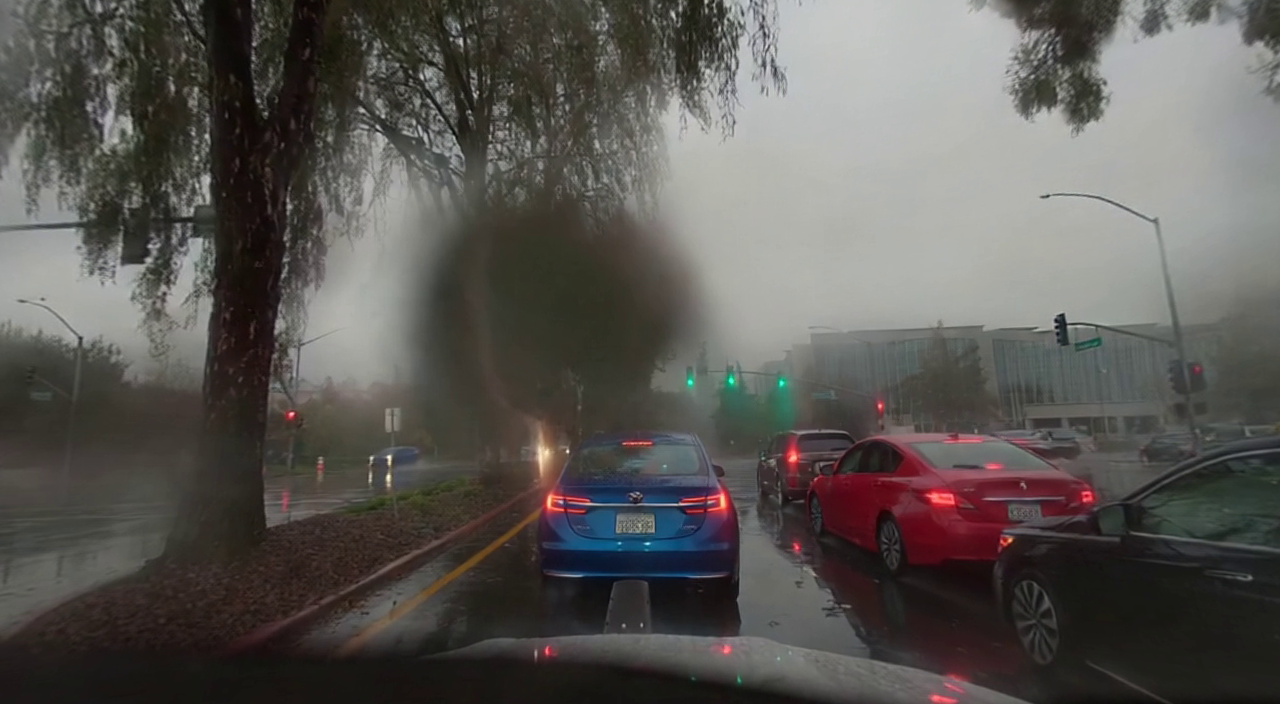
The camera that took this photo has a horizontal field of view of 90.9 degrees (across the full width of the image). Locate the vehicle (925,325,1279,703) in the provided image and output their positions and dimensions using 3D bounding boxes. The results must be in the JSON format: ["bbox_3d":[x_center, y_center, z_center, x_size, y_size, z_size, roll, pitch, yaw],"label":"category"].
[{"bbox_3d":[3.738,0.929,3.424,2.162,1.829,4.519,0,-9,-1],"label":"vehicle"}]

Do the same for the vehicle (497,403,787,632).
[{"bbox_3d":[-0.004,1.474,6.495,2.074,1.631,3.793,0,-9,-1],"label":"vehicle"}]

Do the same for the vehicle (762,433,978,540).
[{"bbox_3d":[3.709,2.258,11.291,2.054,1.482,4.654,0,-9,-1],"label":"vehicle"}]
